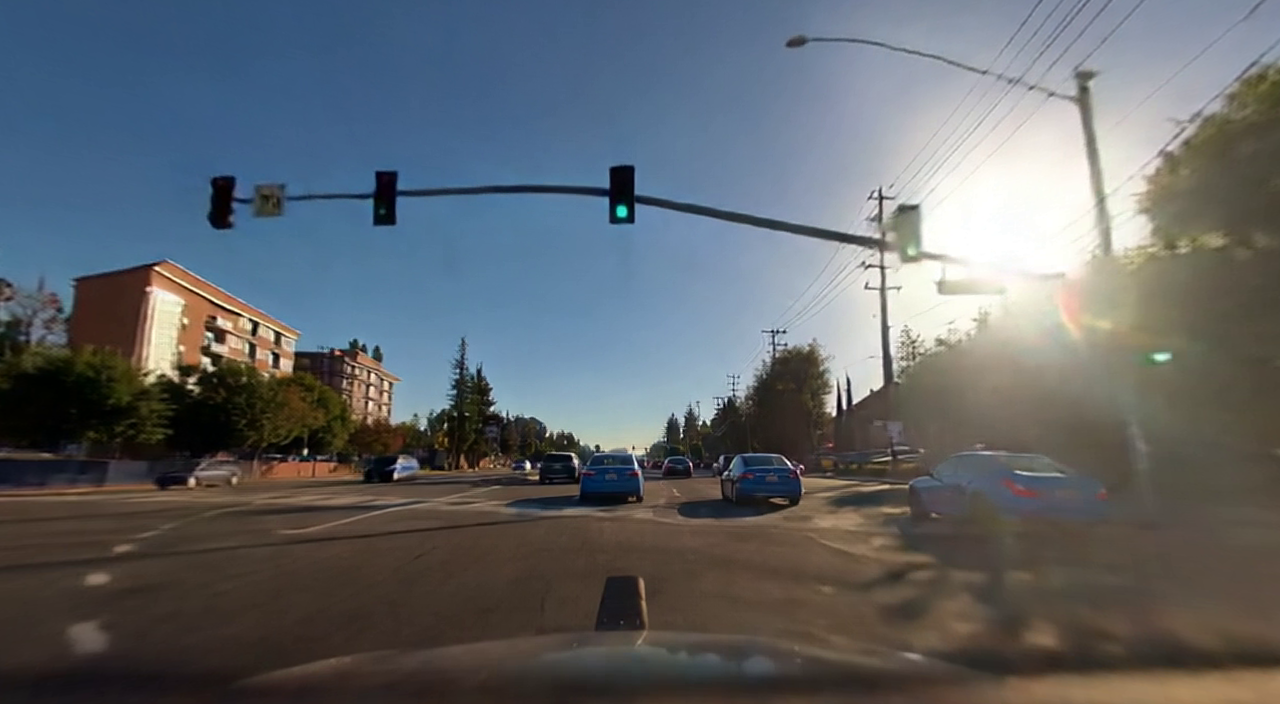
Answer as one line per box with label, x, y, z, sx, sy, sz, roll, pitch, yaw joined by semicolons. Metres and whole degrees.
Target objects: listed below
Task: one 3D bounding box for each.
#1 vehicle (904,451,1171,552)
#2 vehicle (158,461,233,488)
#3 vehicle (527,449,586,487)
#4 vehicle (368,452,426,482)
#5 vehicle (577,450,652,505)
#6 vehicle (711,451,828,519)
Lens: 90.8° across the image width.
vehicle;6.901;2.592;11.734;2.004;1.455;4.417;0;-9;-1
vehicle;-27.489;7.575;39.208;1.859;1.482;3.717;0;-9;2
vehicle;-3.727;5.287;29.123;2.073;1.606;4.364;0;-9;1
vehicle;-16.405;7.752;42.909;2.064;1.827;4.647;0;-9;1
vehicle;-0.734;3.798;19.595;2.065;1.464;4.216;0;-9;-1
vehicle;3.236;3.407;16.784;2.053;1.490;4.464;0;-9;-1
